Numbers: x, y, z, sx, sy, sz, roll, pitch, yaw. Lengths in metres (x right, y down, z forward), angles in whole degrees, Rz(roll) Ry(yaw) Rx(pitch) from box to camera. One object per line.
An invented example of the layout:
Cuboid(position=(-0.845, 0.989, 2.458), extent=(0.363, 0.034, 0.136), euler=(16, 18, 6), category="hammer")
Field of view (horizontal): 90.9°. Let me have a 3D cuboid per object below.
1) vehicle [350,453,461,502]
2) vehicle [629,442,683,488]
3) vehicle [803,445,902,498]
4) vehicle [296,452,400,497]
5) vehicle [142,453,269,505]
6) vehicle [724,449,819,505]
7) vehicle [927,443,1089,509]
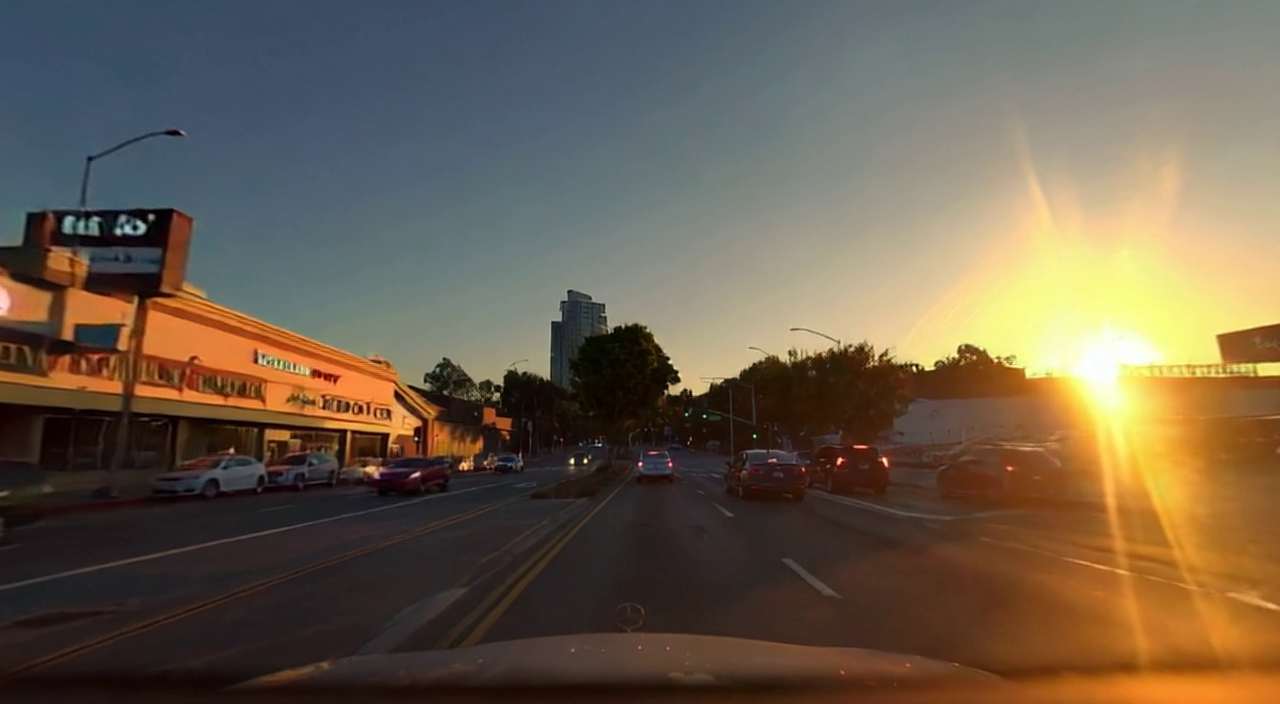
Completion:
Cuboid(position=(-8.179, 4.387, 22.521), extent=(2.078, 1.465, 4.632), euler=(0, -8, 1), category="vehicle")
Cuboid(position=(0.680, 5.002, 28.313), extent=(2.210, 1.861, 4.280), euler=(0, -8, 1), category="vehicle")
Cuboid(position=(7.550, 4.251, 22.934), extent=(2.040, 1.738, 4.414), euler=(0, -8, 0), category="vehicle")
Cuboid(position=(-12.188, 5.099, 26.702), extent=(2.183, 1.674, 4.481), euler=(0, -8, 1), category="vehicle")
Cuboid(position=(-18.507, 5.383, 27.235), extent=(2.013, 1.823, 4.960), euler=(0, -7, -1), category="vehicle")
Cuboid(position=(3.882, 3.753, 19.466), extent=(1.963, 1.484, 4.609), euler=(0, -8, 0), category="vehicle")
Cuboid(position=(10.860, 3.690, 19.154), extent=(2.106, 1.712, 4.769), euler=(0, -10, 1), category="vehicle")
